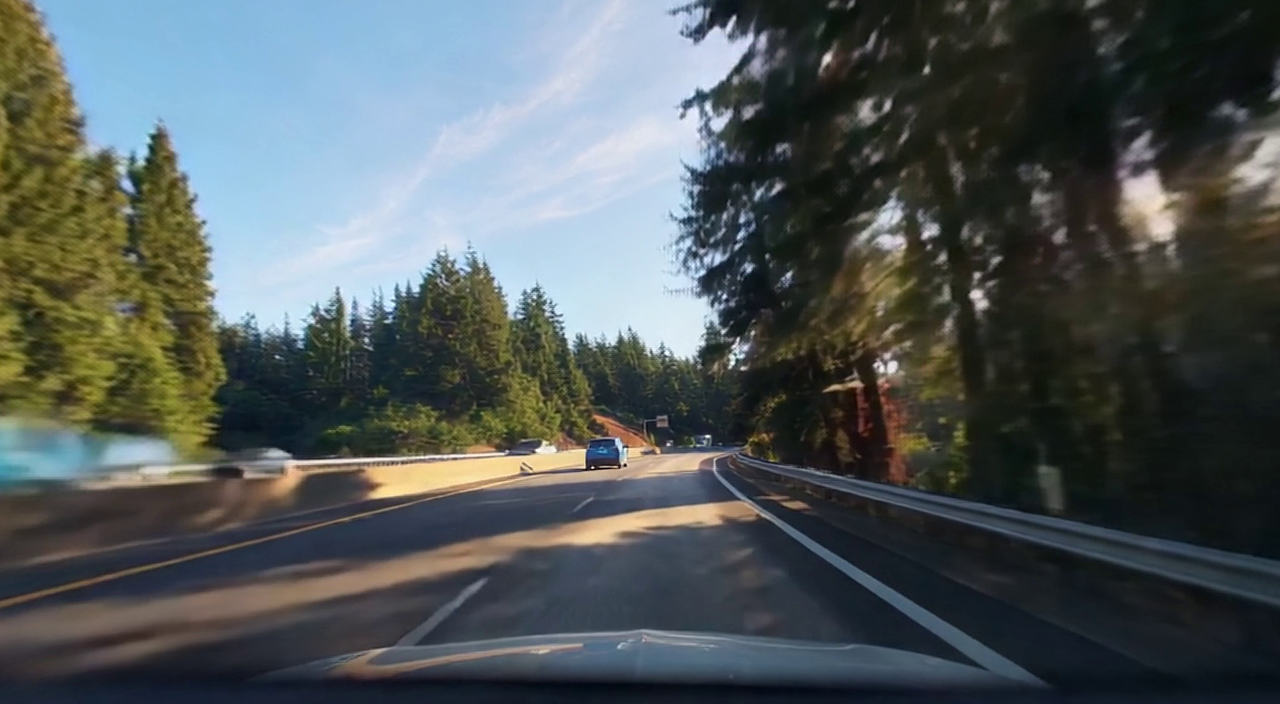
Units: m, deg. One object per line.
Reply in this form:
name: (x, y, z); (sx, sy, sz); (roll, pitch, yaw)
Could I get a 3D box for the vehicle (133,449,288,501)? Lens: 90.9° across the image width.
vehicle: (-15.485, 4.410, 23.167); (2.186, 1.629, 4.787); (-1, -8, 3)

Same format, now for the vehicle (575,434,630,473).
vehicle: (-1.713, 4.896, 30.585); (2.005, 1.752, 4.479); (-1, -8, 5)
